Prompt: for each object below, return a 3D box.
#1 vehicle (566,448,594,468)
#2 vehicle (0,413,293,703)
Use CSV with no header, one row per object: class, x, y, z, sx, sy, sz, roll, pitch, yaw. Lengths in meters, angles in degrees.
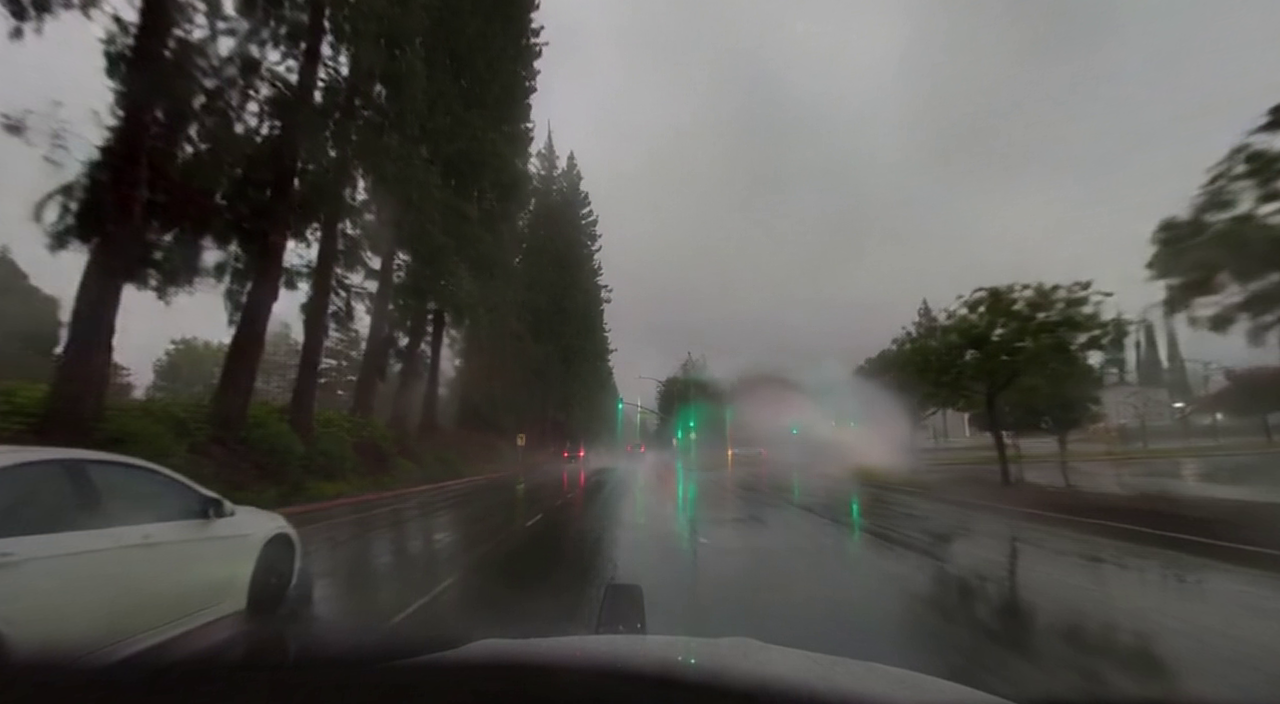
vehicle,-4.527,8.024,47.860,1.674,1.408,4.141,0,-8,1
vehicle,-3.779,1.011,2.791,1.968,1.459,4.433,0,-8,0
